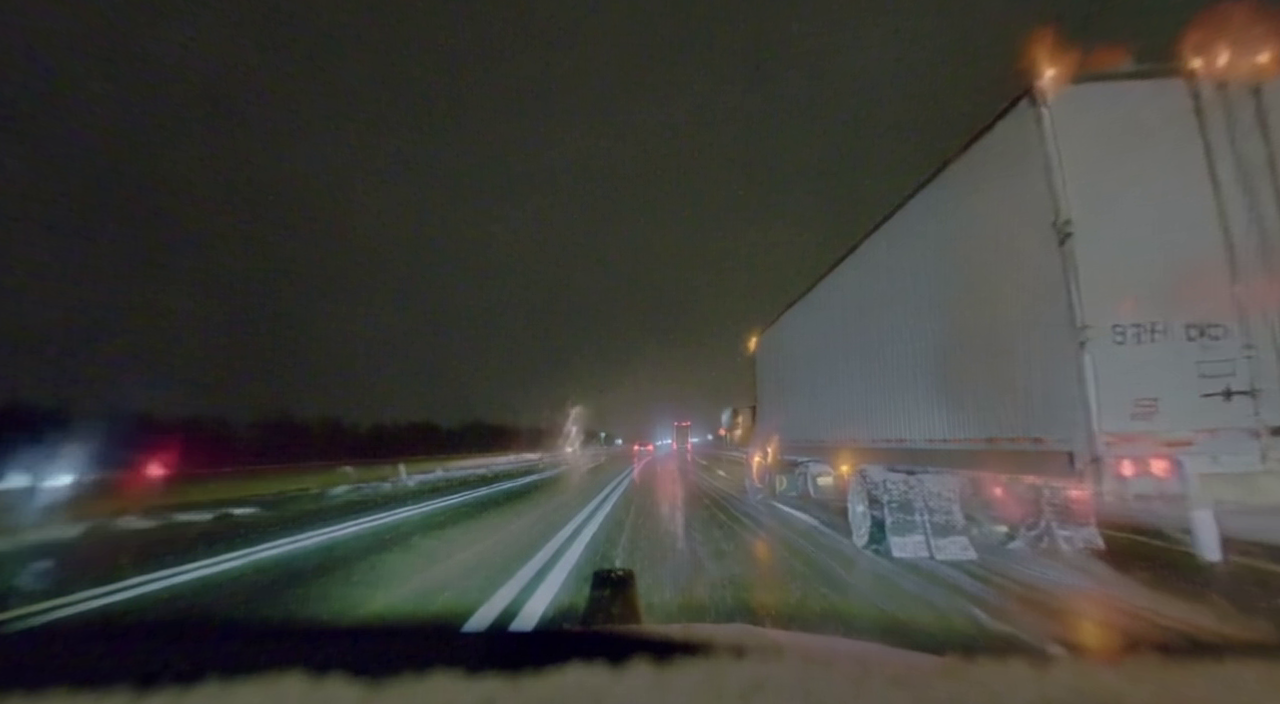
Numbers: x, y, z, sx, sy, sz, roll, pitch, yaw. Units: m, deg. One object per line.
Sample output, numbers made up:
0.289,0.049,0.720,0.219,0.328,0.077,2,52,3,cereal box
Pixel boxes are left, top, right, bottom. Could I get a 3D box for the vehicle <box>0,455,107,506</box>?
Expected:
-21.853,4.490,22.271,1.916,1.564,4.494,-1,-8,2,vehicle
